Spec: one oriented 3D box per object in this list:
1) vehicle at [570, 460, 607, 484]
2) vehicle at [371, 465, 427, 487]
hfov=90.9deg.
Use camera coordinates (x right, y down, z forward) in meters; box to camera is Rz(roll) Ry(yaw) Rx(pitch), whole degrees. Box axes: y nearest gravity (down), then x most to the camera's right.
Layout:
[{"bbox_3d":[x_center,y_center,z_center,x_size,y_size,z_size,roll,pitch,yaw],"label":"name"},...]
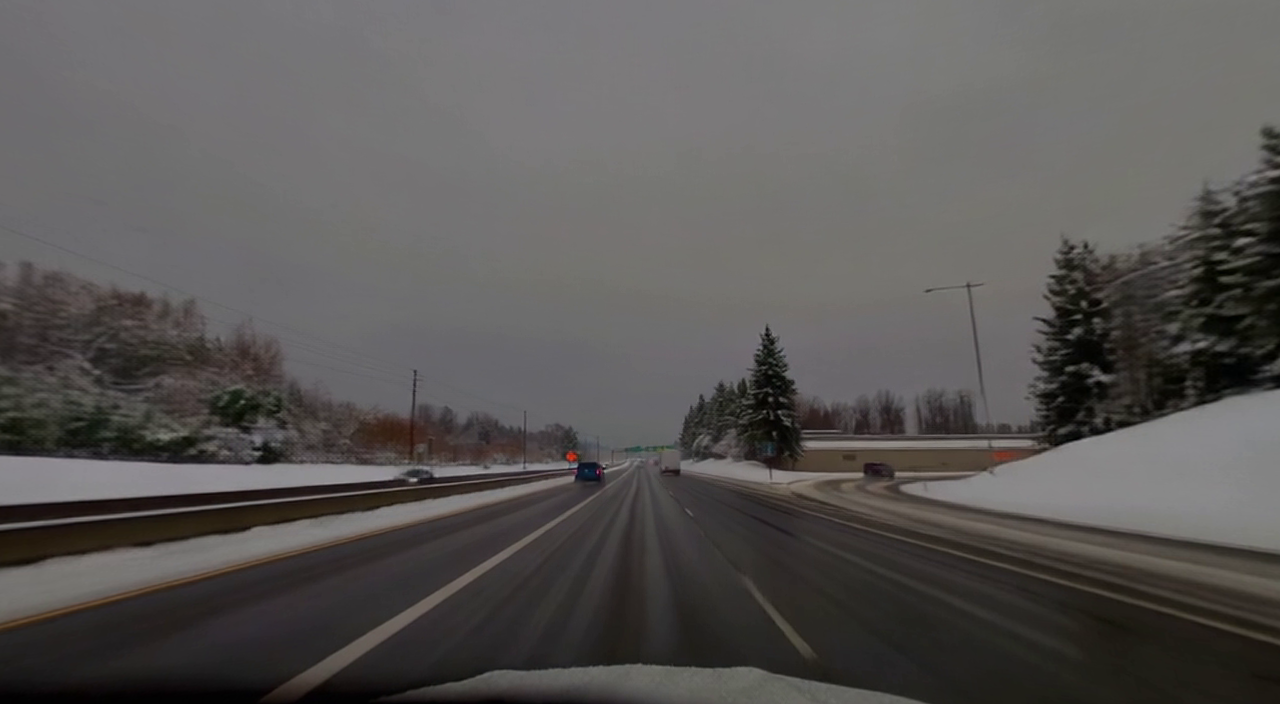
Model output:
[{"bbox_3d":[-3.422,8.129,42.703,2.045,1.487,4.582,1,-10,1],"label":"vehicle"},{"bbox_3d":[-15.375,7.955,40.455,1.775,1.279,4.511,1,-10,1],"label":"vehicle"}]
